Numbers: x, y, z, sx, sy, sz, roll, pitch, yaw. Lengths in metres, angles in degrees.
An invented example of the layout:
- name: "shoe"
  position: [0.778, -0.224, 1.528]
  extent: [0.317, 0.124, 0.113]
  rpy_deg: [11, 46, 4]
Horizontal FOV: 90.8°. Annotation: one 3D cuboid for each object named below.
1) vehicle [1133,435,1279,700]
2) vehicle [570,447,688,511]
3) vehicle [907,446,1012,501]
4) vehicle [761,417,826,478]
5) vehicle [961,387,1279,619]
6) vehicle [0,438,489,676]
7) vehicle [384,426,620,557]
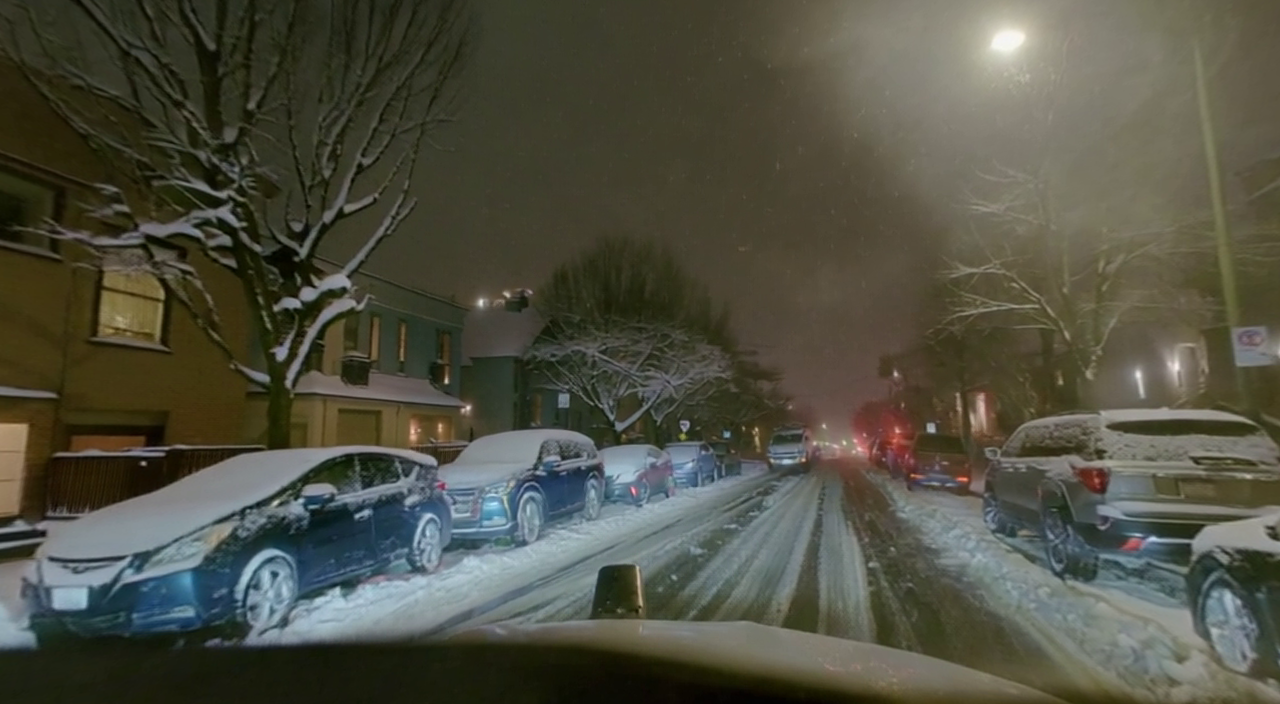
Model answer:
- name: "vehicle"
  position: [4.275, 1.054, 2.508]
  extent: [1.992, 1.456, 4.610]
  rpy_deg: [-2, -9, 16]
- name: "vehicle"
  position: [-0.116, 3.400, 17.531]
  extent: [1.861, 1.474, 4.749]
  rpy_deg: [-3, -9, 17]
- name: "vehicle"
  position: [9.671, 3.648, 19.500]
  extent: [1.813, 1.468, 4.267]
  rpy_deg: [-2, -9, 12]
- name: "vehicle"
  position: [8.318, 5.041, 33.741]
  extent: [2.716, 2.887, 6.781]
  rpy_deg: [-2, -8, 18]
- name: "vehicle"
  position: [5.695, 1.593, 7.643]
  extent: [2.182, 1.900, 4.779]
  rpy_deg: [-2, -9, 15]
- name: "vehicle"
  position: [-3.494, 1.671, 6.490]
  extent: [1.855, 1.510, 4.406]
  rpy_deg: [-2, -9, 15]
- name: "vehicle"
  position: [-2.111, 2.343, 11.585]
  extent: [2.203, 1.815, 4.972]
  rpy_deg: [-2, -9, 14]
